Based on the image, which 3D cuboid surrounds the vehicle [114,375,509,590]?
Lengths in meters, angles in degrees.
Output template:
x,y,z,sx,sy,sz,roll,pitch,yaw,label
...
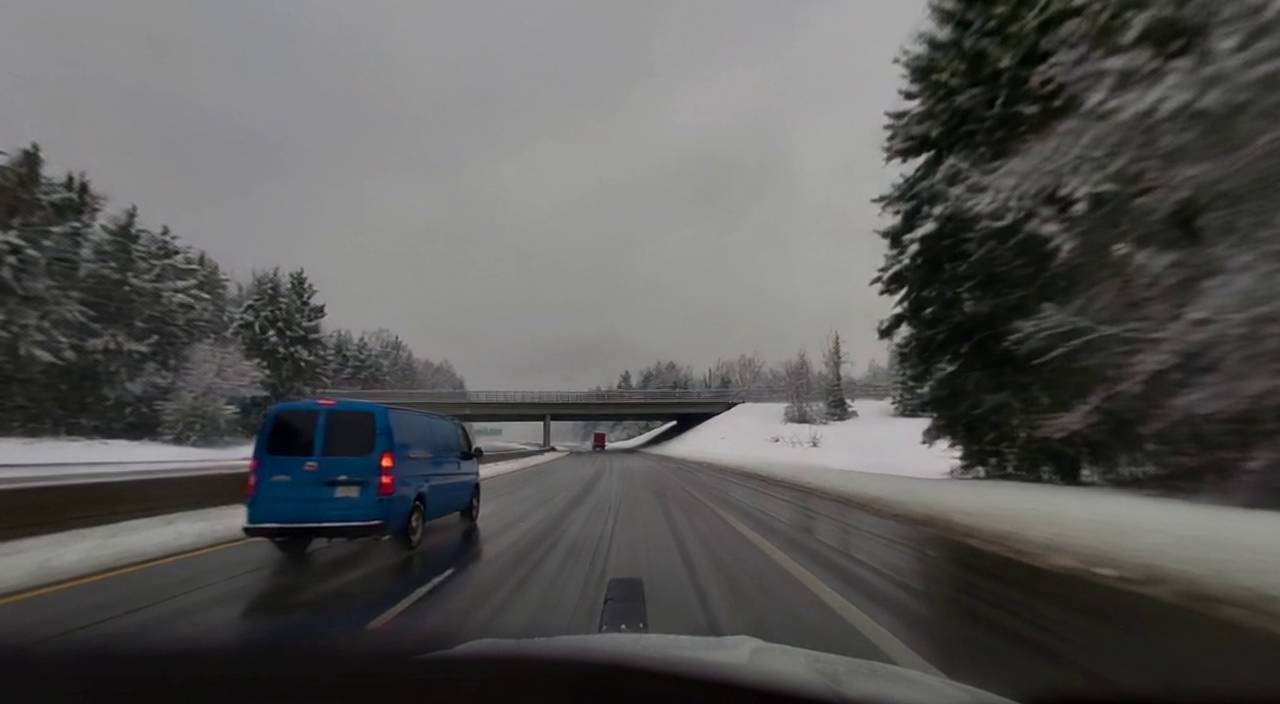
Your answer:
x,y,z,sx,sy,sz,roll,pitch,yaw,label
-3.435,1.522,8.175,2.372,1.891,5.061,0,-8,0,vehicle
